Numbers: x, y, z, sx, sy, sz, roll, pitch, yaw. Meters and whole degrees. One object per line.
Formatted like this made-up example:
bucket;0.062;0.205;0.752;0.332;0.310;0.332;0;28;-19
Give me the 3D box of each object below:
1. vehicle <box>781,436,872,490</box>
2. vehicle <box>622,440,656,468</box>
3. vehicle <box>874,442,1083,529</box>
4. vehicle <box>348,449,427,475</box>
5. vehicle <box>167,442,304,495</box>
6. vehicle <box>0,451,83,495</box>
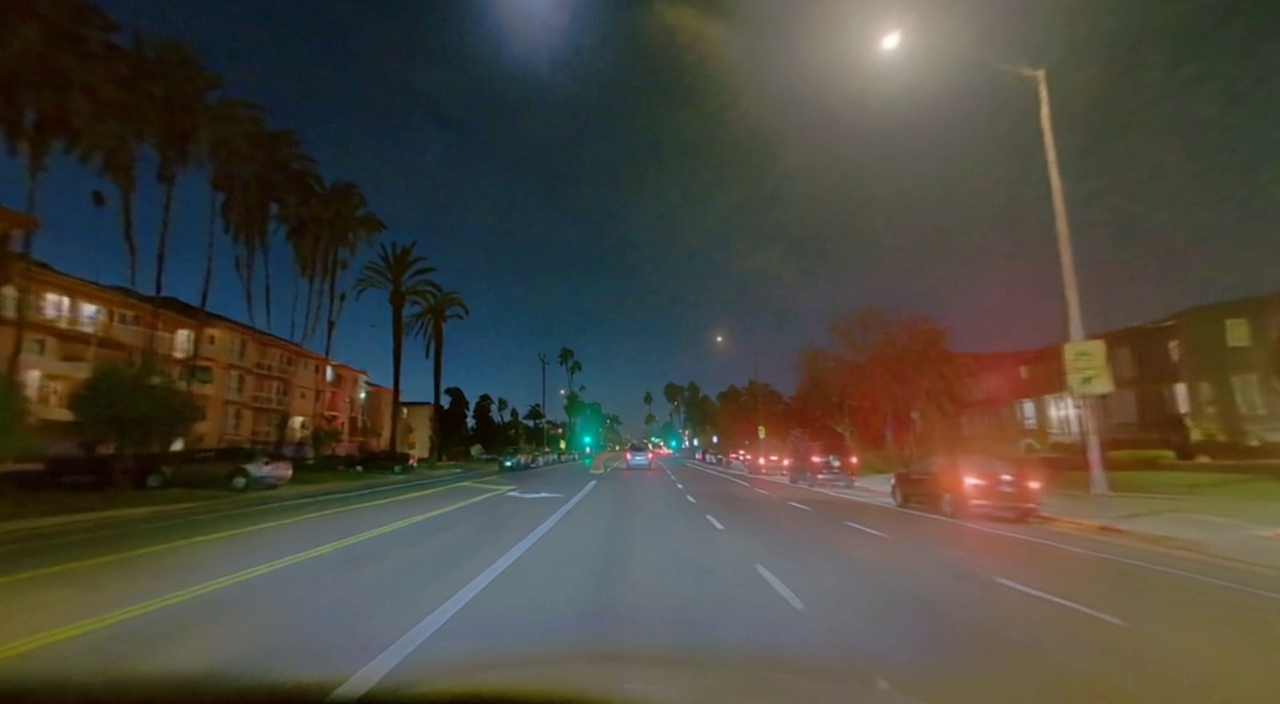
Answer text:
vehicle;6.993;4.191;24.383;2.035;1.822;5.449;-1;-8;2
vehicle;-0.103;7.122;44.311;2.248;1.833;4.798;0;-8;-1
vehicle;6.841;2.697;13.534;1.947;1.505;4.759;-1;-8;2
vehicle;-17.720;7.696;44.408;4.683;1.686;1.950;-1;-8;2
vehicle;-16.782;4.810;26.639;2.185;1.993;5.054;-1;-8;4
vehicle;-25.890;5.145;26.822;1.914;1.662;3.657;0;-11;-18
